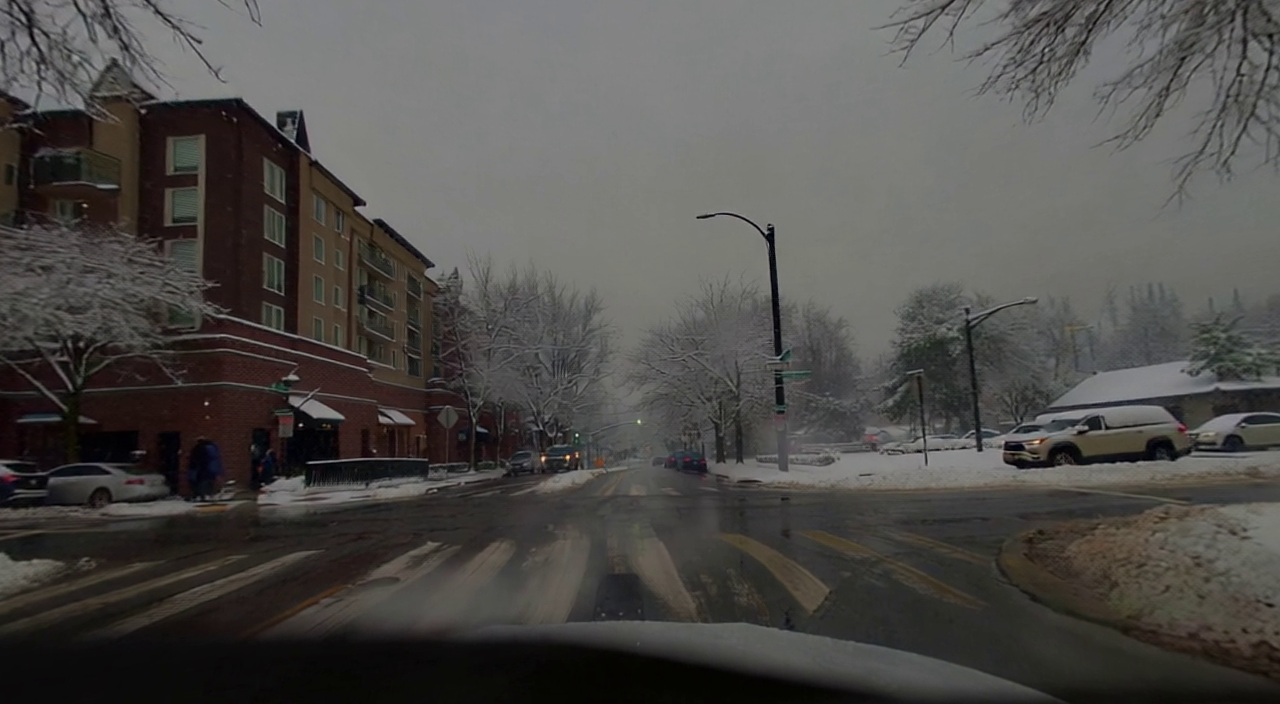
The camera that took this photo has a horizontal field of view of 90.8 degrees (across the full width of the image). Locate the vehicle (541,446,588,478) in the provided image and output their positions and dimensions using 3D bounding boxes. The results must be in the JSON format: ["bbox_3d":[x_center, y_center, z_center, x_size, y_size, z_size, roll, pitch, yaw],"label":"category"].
[{"bbox_3d":[-4.454,6.542,37.705,2.102,1.768,4.290,-2,-9,2],"label":"vehicle"}]

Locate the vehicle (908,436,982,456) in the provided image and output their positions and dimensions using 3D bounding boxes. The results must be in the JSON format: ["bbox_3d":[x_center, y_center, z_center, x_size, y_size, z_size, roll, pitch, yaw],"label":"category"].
[{"bbox_3d":[23.014,7.088,47.774,4.528,1.475,2.070,0,-8,3],"label":"vehicle"}]

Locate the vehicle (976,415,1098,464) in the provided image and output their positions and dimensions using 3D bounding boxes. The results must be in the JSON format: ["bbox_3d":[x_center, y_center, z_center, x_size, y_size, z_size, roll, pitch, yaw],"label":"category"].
[{"bbox_3d":[16.744,3.791,26.999,2.041,1.921,4.574,0,-9,-2],"label":"vehicle"}]

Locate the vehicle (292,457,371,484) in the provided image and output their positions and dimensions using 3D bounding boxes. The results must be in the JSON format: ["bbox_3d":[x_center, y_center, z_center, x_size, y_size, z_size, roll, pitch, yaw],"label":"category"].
[{"bbox_3d":[-23.180,8.891,47.508,4.844,1.836,2.117,-1,-8,5],"label":"vehicle"}]

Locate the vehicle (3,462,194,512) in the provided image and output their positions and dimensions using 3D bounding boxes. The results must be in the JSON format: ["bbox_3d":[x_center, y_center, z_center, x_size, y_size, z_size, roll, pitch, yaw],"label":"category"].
[{"bbox_3d":[-17.315,4.318,20.373,4.439,1.448,1.793,0,-9,0],"label":"vehicle"}]

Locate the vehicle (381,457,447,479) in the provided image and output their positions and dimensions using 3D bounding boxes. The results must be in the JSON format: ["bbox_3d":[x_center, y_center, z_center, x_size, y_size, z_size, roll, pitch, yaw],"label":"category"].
[{"bbox_3d":[-16.931,8.661,47.370,4.203,1.544,1.889,0,-8,1],"label":"vehicle"}]

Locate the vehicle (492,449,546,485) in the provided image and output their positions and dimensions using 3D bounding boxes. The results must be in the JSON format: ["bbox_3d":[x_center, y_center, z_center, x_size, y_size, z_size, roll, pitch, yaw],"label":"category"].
[{"bbox_3d":[-7.616,7.251,40.253,2.193,1.814,5.061,-9,-8,0],"label":"vehicle"}]

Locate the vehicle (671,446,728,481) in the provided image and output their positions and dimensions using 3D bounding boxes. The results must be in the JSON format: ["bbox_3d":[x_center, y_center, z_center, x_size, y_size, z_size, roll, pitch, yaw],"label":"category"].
[{"bbox_3d":[3.218,5.857,33.481,1.942,1.603,3.785,0,-8,23],"label":"vehicle"}]

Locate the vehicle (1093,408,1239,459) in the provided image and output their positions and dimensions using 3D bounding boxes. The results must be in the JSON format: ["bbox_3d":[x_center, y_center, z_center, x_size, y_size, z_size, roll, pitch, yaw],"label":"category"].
[{"bbox_3d":[22.305,3.533,27.146,2.137,1.962,4.988,-1,-8,3],"label":"vehicle"}]
